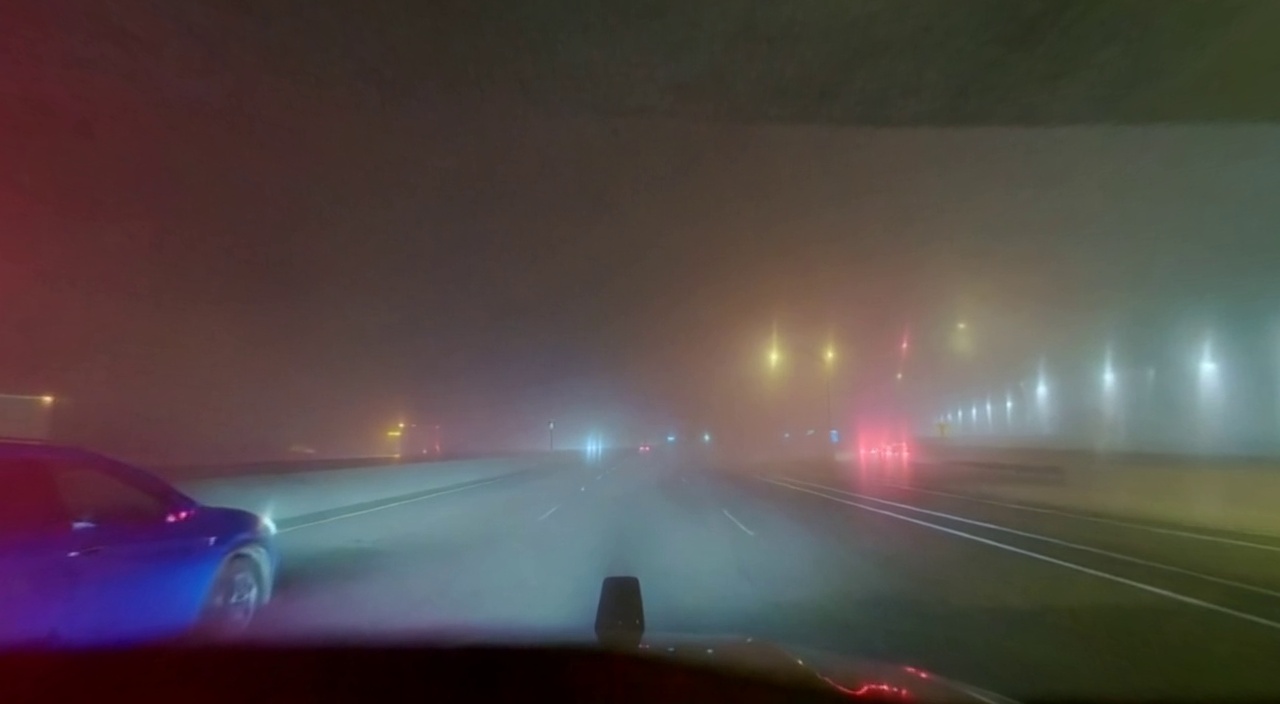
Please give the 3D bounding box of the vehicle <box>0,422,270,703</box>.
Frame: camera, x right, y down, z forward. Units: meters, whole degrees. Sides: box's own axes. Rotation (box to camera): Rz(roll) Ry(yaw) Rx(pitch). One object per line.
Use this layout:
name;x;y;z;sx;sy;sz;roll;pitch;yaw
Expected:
vehicle;-3.952;1.041;2.756;2.044;1.478;4.114;0;-9;2
